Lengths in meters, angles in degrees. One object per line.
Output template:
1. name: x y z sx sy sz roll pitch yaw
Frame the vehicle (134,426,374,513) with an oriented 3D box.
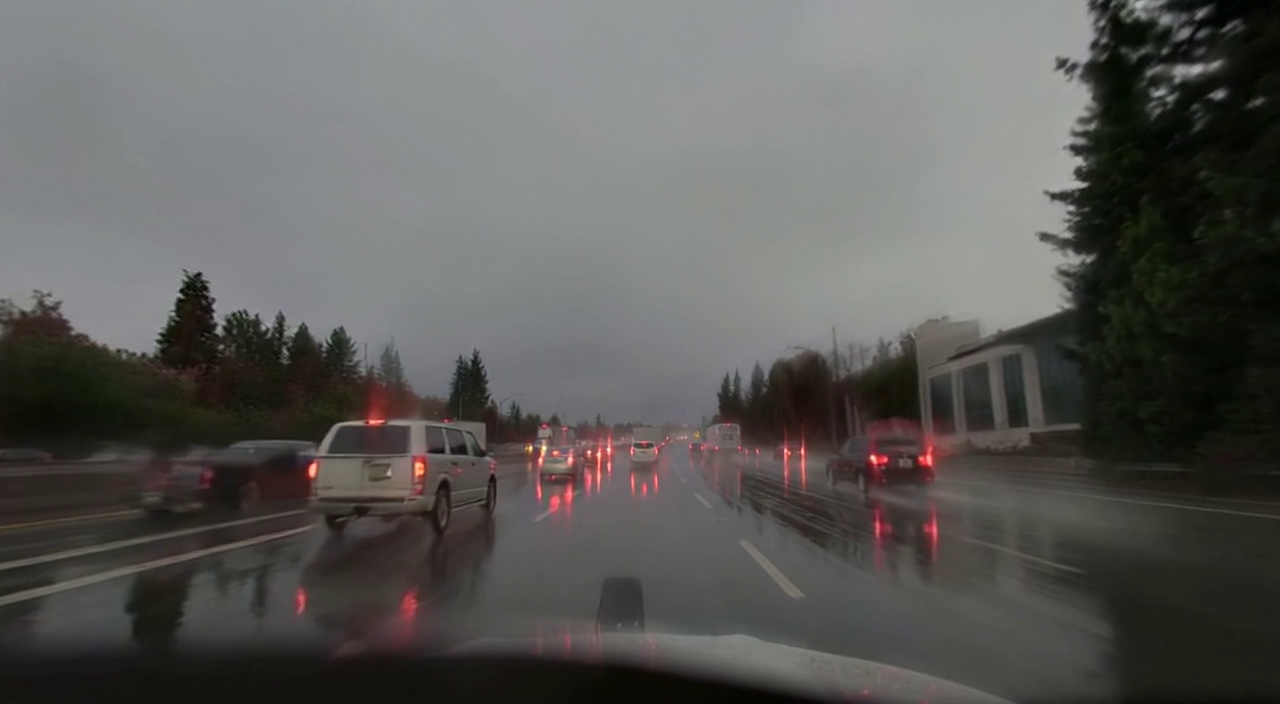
1. vehicle: -9.009 2.810 15.578 2.322 1.743 5.624 0 -9 1

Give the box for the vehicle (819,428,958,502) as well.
1. vehicle: 6.584 3.043 17.303 1.992 1.745 4.329 0 -9 -1

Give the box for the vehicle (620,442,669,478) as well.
1. vehicle: 0.192 4.841 28.423 2.053 1.461 3.941 0 -9 1

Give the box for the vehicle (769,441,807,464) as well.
1. vehicle: 11.360 7.741 48.638 1.988 1.676 4.262 0 -9 1

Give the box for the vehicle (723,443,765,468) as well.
1. vehicle: 6.451 6.486 39.635 1.895 1.488 4.254 0 -9 0

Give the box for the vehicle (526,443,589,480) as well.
1. vehicle: -3.398 4.614 26.843 2.025 1.449 4.190 0 -9 1

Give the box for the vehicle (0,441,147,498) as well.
1. vehicle: -18.203 3.568 19.538 1.728 1.537 4.734 -1 -9 4

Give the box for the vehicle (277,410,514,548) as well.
1. vehicle: -3.570 1.959 10.318 2.012 1.734 4.510 0 -9 0
